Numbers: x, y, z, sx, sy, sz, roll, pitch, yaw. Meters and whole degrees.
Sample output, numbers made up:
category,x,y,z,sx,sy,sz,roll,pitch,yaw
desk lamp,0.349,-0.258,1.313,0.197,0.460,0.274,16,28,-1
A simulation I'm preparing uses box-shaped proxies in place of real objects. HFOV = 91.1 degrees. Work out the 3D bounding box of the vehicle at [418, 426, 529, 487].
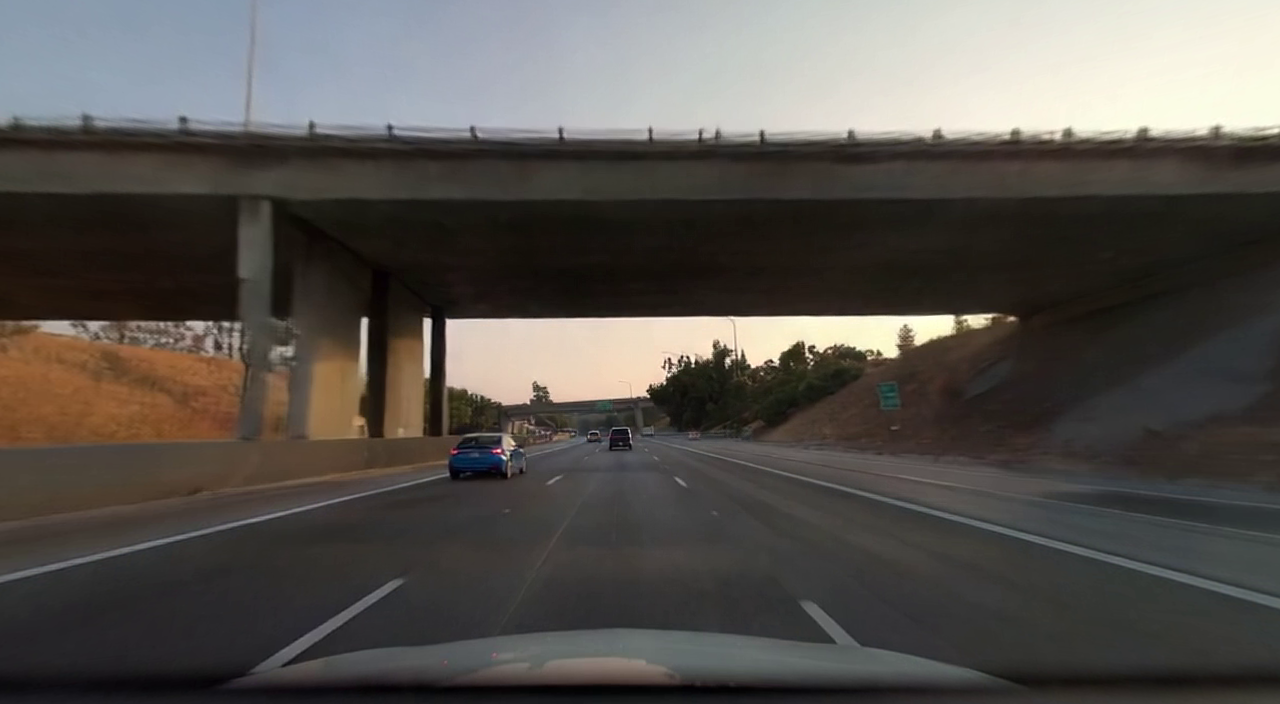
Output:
category,x,y,z,sx,sy,sz,roll,pitch,yaw
vehicle,-4.643,2.974,18.322,2.017,1.537,4.496,0,-8,0

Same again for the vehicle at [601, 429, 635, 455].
category,x,y,z,sx,sy,sz,roll,pitch,yaw
vehicle,-1.415,5.925,41.512,2.116,1.625,4.004,0,-8,-1

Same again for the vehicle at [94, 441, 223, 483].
category,x,y,z,sx,sy,sz,roll,pitch,yaw
vehicle,-20.858,4.746,27.546,1.923,1.590,4.742,0,-8,-1
